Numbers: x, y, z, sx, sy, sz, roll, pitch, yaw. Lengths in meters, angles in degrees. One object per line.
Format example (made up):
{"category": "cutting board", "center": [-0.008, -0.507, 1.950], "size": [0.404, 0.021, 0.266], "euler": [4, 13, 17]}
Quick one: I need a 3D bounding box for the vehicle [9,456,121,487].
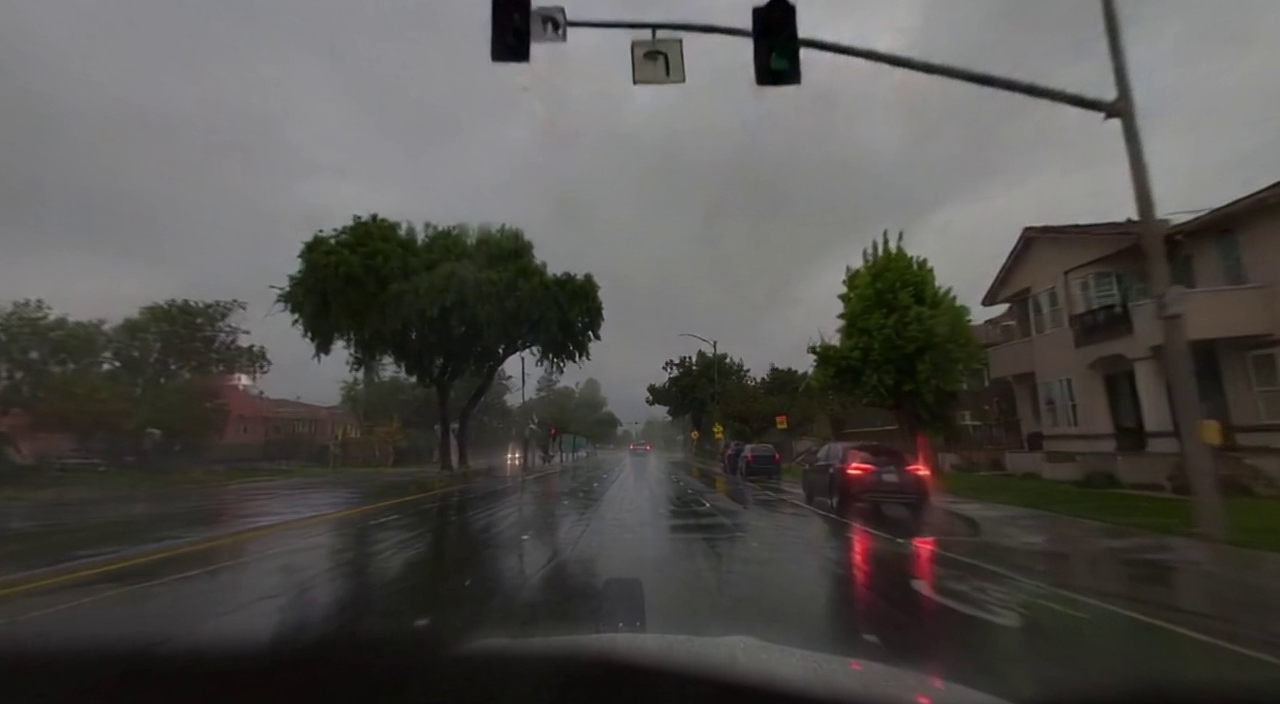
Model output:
{"category": "vehicle", "center": [-37.852, 7.846, 41.691], "size": [4.982, 1.915, 2.401], "euler": [0, -9, 0]}

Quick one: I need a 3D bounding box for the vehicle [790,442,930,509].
{"category": "vehicle", "center": [5.741, 3.271, 17.291], "size": [2.066, 1.552, 4.799], "euler": [0, -9, -1]}

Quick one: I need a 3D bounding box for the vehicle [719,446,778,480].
{"category": "vehicle", "center": [5.553, 5.736, 33.111], "size": [2.131, 1.604, 5.543], "euler": [0, -9, 0]}
